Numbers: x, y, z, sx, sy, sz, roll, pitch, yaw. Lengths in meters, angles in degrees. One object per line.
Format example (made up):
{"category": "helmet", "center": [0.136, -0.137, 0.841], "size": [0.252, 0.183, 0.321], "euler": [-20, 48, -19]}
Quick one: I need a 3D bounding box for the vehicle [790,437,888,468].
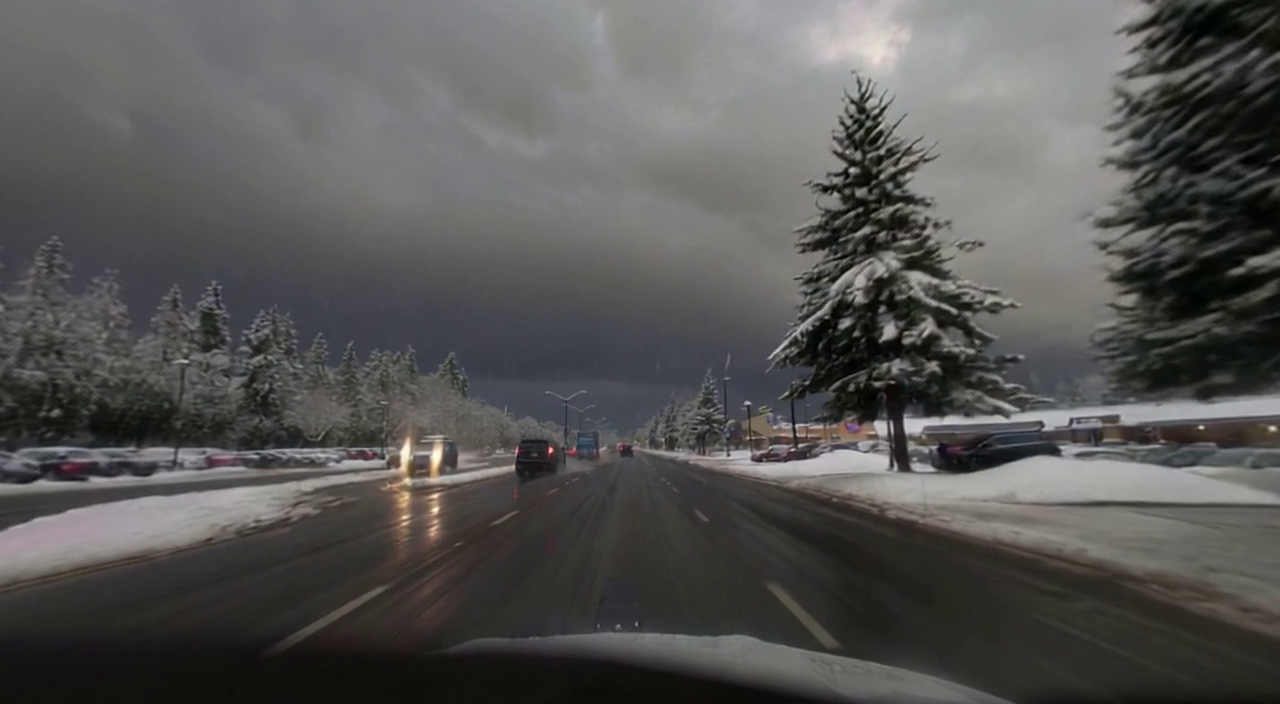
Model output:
{"category": "vehicle", "center": [11.991, 6.088, 38.236], "size": [5.426, 1.811, 2.193], "euler": [-2, -9, 15]}

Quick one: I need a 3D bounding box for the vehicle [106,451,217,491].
{"category": "vehicle", "center": [-23.757, 5.889, 31.502], "size": [1.953, 1.789, 4.591], "euler": [0, -9, -1]}

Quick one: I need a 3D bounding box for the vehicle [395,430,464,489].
{"category": "vehicle", "center": [-7.866, 3.993, 23.671], "size": [2.123, 1.864, 5.553], "euler": [2, -9, -18]}

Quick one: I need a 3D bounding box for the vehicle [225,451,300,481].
{"category": "vehicle", "center": [-23.712, 7.149, 39.792], "size": [1.938, 1.691, 4.696], "euler": [0, -9, -2]}

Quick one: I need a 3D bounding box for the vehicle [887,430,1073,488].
{"category": "vehicle", "center": [11.978, 3.762, 22.462], "size": [5.519, 1.836, 2.138], "euler": [-5, -10, 32]}

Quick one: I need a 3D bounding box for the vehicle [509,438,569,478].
{"category": "vehicle", "center": [-4.546, 4.868, 29.053], "size": [2.109, 1.672, 4.256], "euler": [0, -9, -1]}

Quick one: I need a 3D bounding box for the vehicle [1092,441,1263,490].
{"category": "vehicle", "center": [18.890, 4.027, 22.492], "size": [1.937, 1.493, 4.612], "euler": [-1, -9, -1]}
